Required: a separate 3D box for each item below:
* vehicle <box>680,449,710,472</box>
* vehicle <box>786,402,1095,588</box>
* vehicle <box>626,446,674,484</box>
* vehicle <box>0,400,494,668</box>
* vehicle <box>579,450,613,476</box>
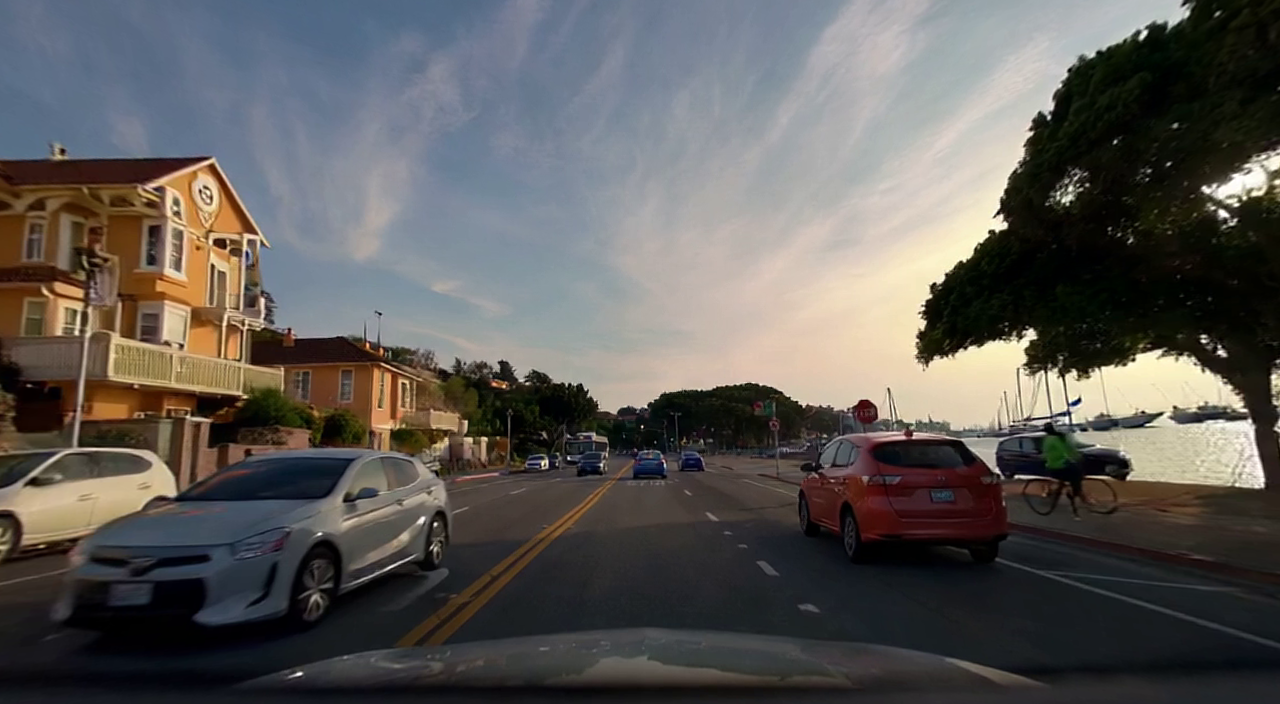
[{"bbox_3d":[3.989,7.932,46.288,1.876,1.626,3.851,0,-9,-1],"label":"vehicle"},{"bbox_3d":[3.484,1.749,8.492,2.000,1.809,4.405,-1,-9,1],"label":"vehicle"},{"bbox_3d":[0.449,5.325,30.032,2.132,1.632,3.838,0,-9,0],"label":"vehicle"},{"bbox_3d":[-3.053,1.498,6.293,2.125,1.701,4.310,-1,-9,0],"label":"vehicle"},{"bbox_3d":[-2.945,7.443,42.556,1.893,1.583,4.107,-1,-9,1],"label":"vehicle"}]
